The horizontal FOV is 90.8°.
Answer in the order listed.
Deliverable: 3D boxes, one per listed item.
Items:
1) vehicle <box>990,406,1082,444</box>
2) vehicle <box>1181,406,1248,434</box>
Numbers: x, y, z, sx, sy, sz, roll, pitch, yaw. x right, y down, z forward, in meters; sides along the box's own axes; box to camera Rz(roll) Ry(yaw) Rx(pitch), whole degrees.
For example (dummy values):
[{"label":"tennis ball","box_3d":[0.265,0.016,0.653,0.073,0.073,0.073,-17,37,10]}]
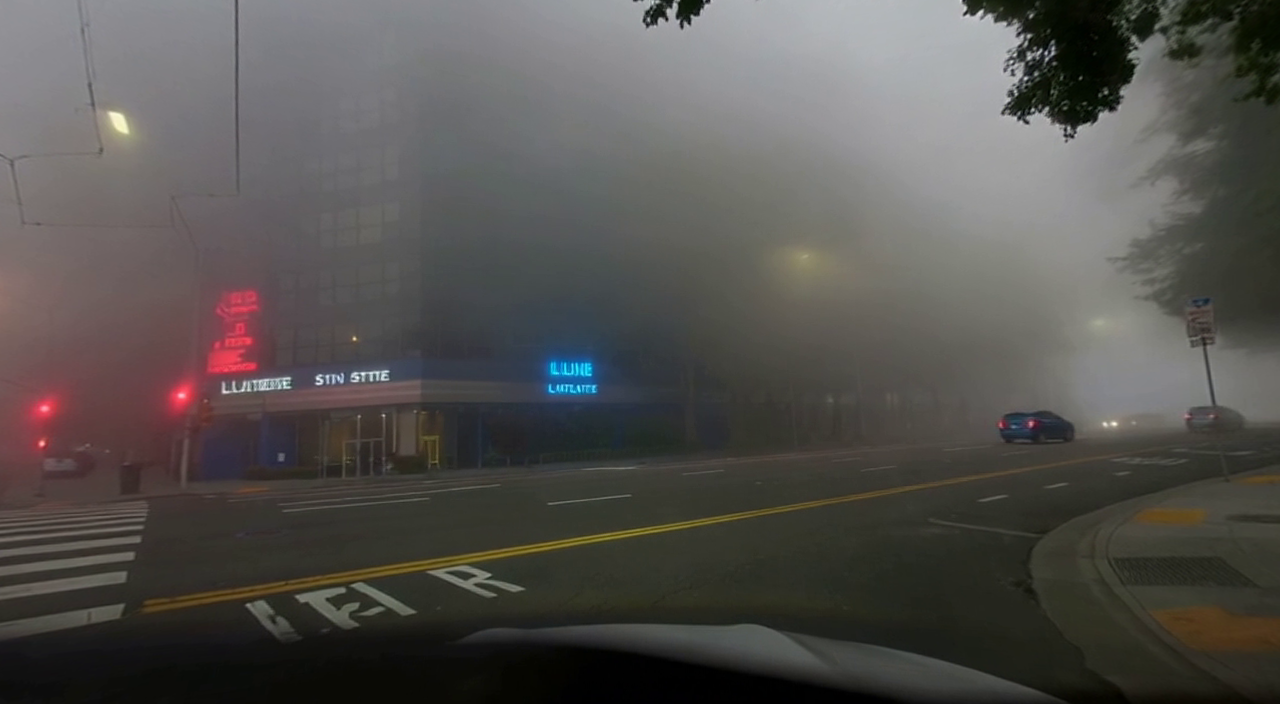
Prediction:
[{"label":"vehicle","box_3d":[20.476,3.830,32.614,4.689,1.758,2.146,5,-10,-33]},{"label":"vehicle","box_3d":[35.908,4.291,39.433,4.377,1.624,1.953,6,-10,-34]}]
